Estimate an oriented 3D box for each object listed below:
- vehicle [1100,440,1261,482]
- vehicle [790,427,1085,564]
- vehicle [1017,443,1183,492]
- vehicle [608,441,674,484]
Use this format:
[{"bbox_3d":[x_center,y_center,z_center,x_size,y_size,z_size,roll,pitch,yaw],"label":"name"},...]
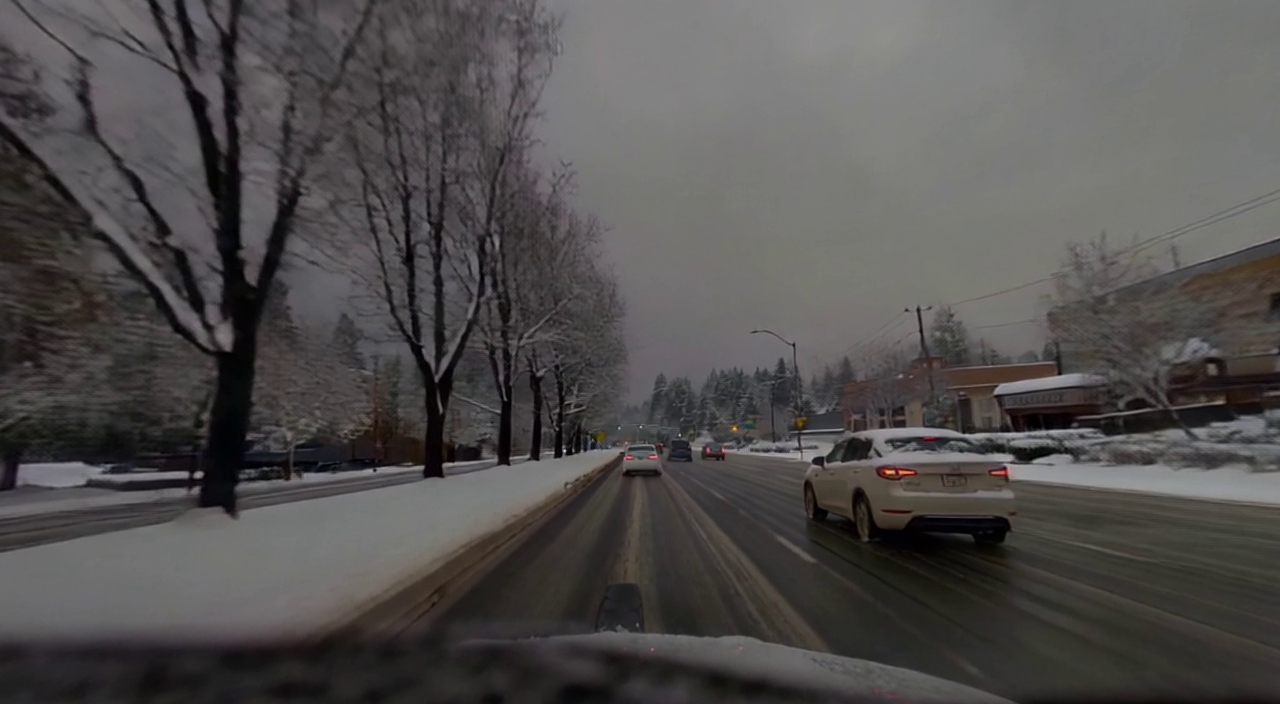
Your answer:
[{"bbox_3d":[21.170,4.266,25.097,1.902,1.457,4.912,0,-9,-2],"label":"vehicle"},{"bbox_3d":[3.774,1.892,9.112,2.094,1.480,4.323,0,-9,-1],"label":"vehicle"},{"bbox_3d":[14.653,3.677,20.540,2.023,1.417,4.486,0,-9,0],"label":"vehicle"},{"bbox_3d":[-0.014,4.197,24.280,2.289,1.471,4.477,0,-9,-1],"label":"vehicle"}]
